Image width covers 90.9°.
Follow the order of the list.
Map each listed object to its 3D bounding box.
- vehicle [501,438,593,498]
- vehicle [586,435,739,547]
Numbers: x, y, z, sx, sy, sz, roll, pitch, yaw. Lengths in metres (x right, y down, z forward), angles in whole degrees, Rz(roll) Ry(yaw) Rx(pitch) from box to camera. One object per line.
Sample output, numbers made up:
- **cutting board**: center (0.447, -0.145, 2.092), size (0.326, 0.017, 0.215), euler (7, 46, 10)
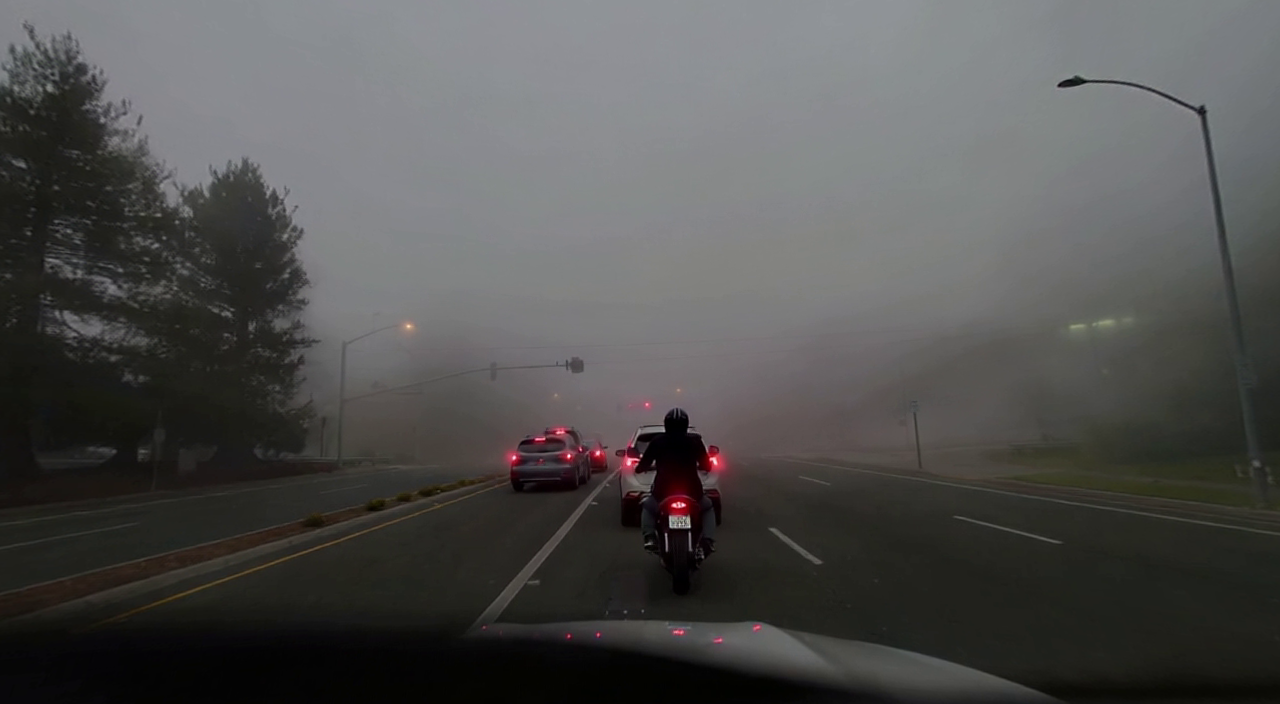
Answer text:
- **vehicle**: center (-2.550, 3.280, 18.258), size (1.979, 1.499, 3.840), euler (-1, -8, 2)
- **vehicle**: center (0.326, 2.168, 10.658), size (2.009, 1.450, 4.608), euler (-1, -8, 1)
